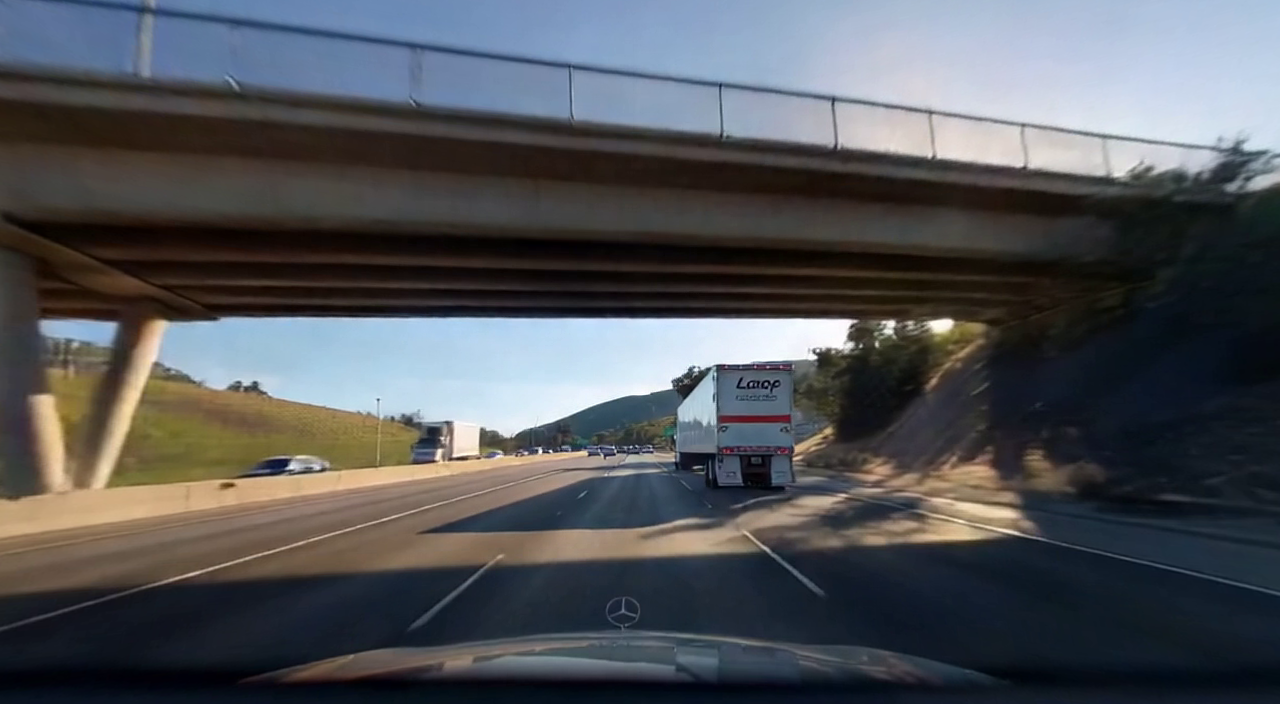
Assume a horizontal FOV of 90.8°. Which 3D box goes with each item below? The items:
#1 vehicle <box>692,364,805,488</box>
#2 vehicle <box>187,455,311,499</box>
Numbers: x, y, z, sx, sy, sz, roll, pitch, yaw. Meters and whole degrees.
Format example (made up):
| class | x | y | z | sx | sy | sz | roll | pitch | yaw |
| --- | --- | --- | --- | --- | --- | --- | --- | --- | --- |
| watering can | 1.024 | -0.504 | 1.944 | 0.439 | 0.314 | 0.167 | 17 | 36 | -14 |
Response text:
| class | x | y | z | sx | sy | sz | roll | pitch | yaw |
| --- | --- | --- | --- | --- | --- | --- | --- | --- | --- |
| vehicle | 3.827 | 3.017 | 24.661 | 2.885 | 3.992 | 8.526 | 0 | -9 | 0 |
| vehicle | -15.024 | 4.795 | 24.617 | 1.881 | 1.492 | 4.598 | 0 | -9 | 0 |
